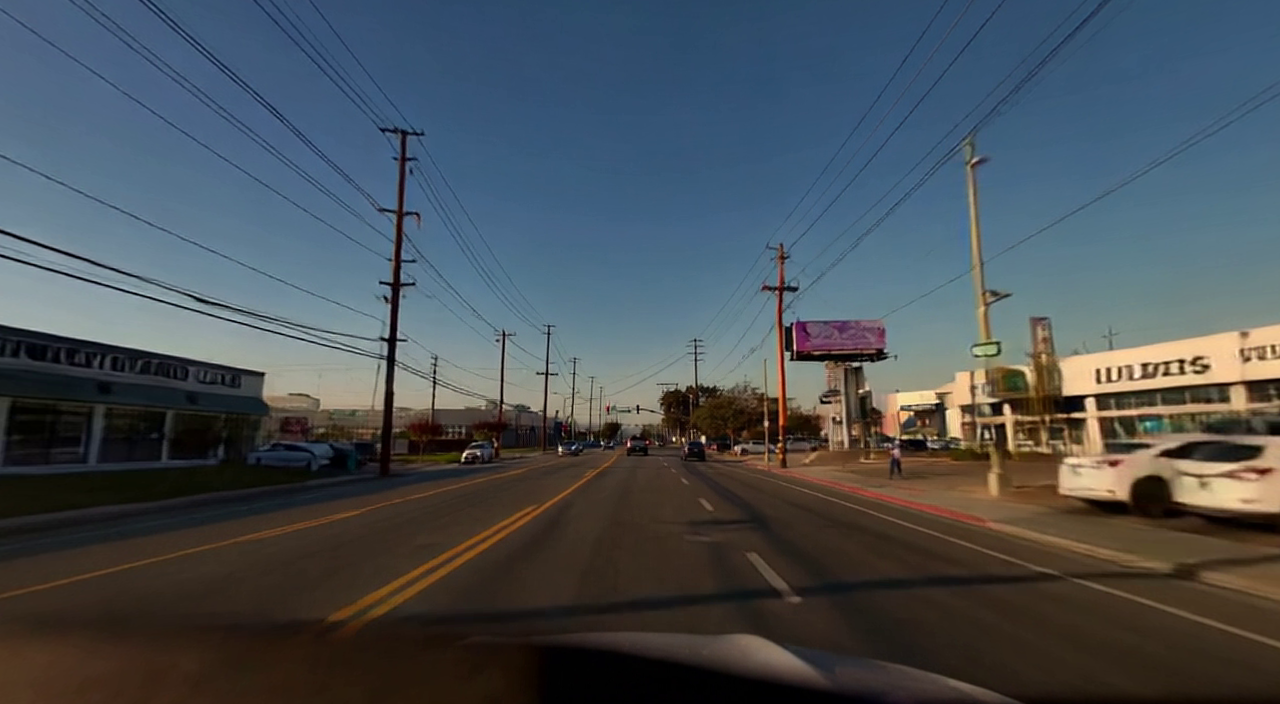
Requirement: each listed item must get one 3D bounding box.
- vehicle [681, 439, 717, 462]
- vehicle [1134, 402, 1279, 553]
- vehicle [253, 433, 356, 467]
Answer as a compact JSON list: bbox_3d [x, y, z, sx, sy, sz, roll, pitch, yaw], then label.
[{"bbox_3d":[3.952,6.682,43.075,1.926,1.482,4.442,0,-8,-1],"label":"vehicle"},{"bbox_3d":[10.135,1.687,8.881,4.603,1.845,2.040,0,-8,-1],"label":"vehicle"},{"bbox_3d":[-18.352,5.404,34.777,4.455,1.772,2.048,0,-8,-3],"label":"vehicle"}]
